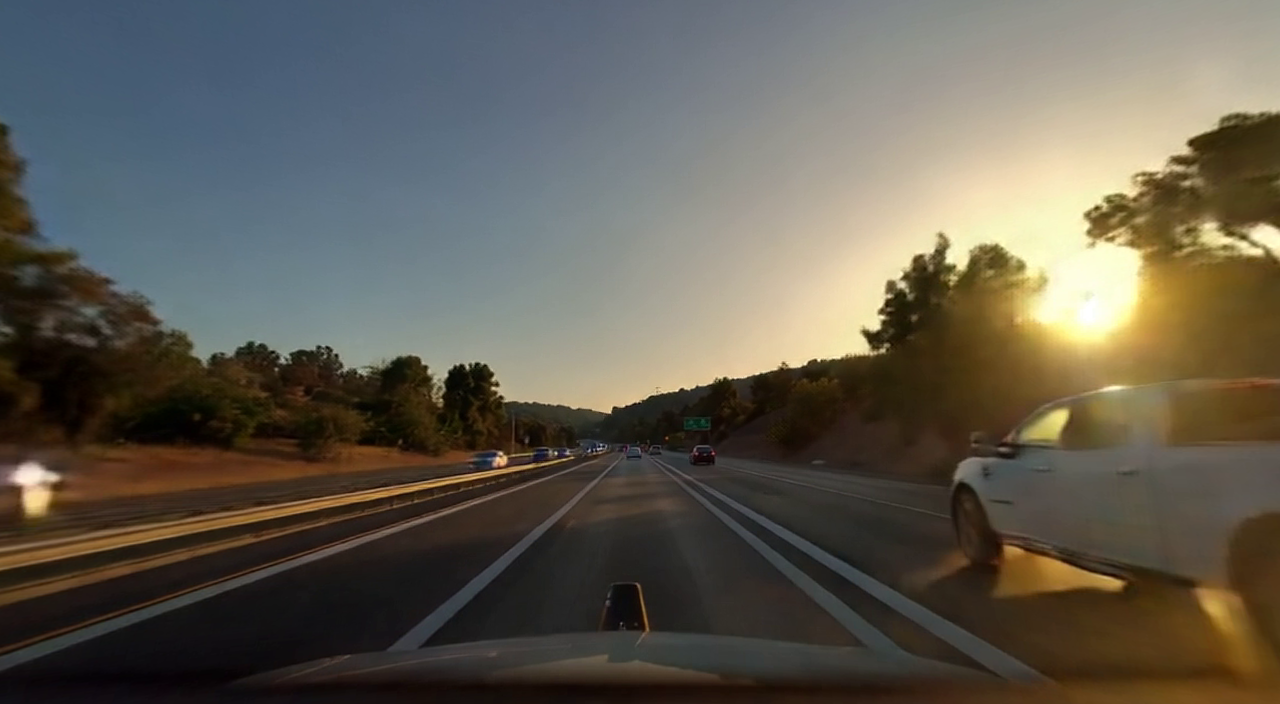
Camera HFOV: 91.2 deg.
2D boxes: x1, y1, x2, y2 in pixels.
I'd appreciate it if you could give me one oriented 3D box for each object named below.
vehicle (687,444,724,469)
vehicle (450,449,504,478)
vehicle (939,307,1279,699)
[{"bbox_3d":[4.113,6.675,39.997,1.917,1.488,3.693,0,-9,-1],"label":"vehicle"},{"bbox_3d":[-9.522,6.535,36.989,1.941,1.524,4.584,0,-9,0],"label":"vehicle"},{"bbox_3d":[4.256,0.876,3.944,2.177,1.914,5.245,0,-9,1],"label":"vehicle"}]
